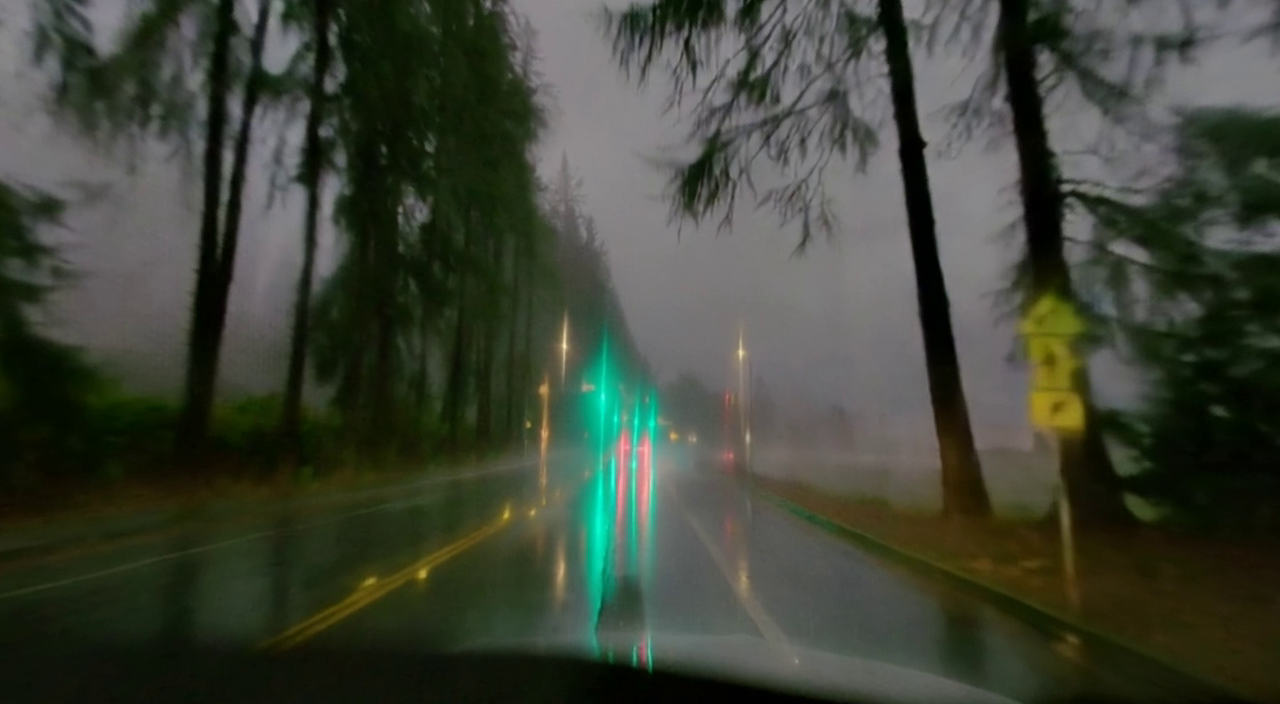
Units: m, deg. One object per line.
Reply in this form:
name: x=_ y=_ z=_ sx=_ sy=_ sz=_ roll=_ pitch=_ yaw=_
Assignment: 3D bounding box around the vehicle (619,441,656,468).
vehicle: x=-0.169 y=6.013 z=37.132 sx=2.042 sy=1.489 sz=3.963 roll=0 pitch=-9 yaw=0
